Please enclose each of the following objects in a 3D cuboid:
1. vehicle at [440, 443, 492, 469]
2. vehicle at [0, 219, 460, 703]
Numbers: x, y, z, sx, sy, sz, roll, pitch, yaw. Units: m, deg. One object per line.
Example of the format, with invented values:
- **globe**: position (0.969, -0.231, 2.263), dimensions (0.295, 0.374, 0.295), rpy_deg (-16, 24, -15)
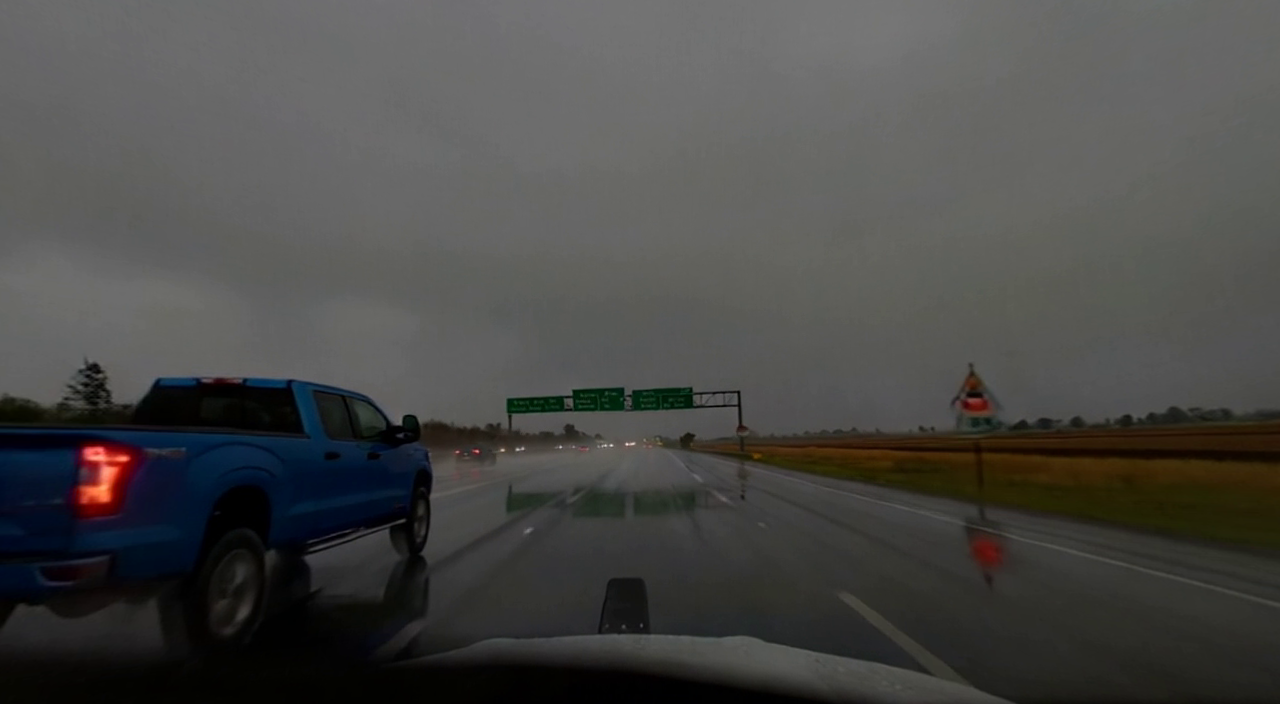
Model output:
- **vehicle**: position (-10.831, 6.495, 39.619), dimensions (1.957, 1.565, 4.311), rpy_deg (0, -8, 1)
- **vehicle**: position (-3.566, 0.913, 4.611), dimensions (2.601, 2.084, 6.068), rpy_deg (0, -8, 1)
